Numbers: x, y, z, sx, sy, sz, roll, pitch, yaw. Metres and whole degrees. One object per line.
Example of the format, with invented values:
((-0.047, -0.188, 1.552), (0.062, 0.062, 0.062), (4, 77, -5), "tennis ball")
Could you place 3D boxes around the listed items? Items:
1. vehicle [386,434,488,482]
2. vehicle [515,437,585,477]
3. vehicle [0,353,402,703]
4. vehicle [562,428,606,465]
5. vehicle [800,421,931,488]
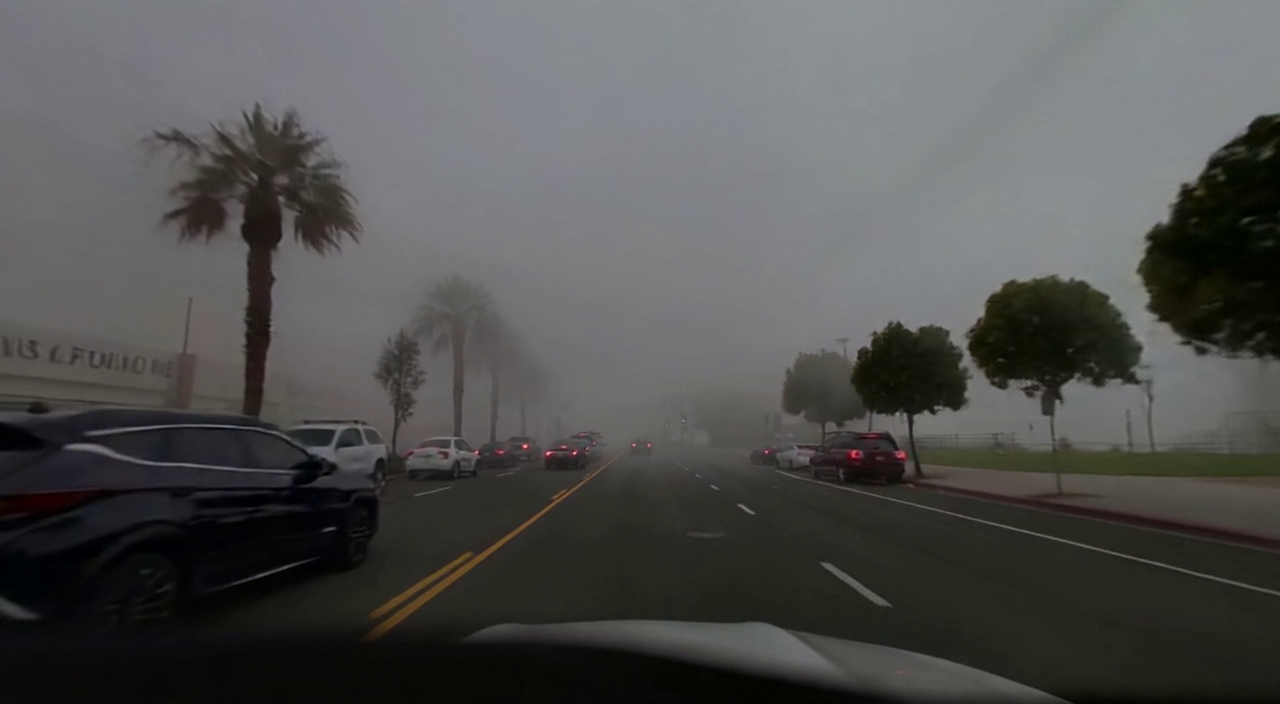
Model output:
((-6.962, 3.679, 22.179), (2.071, 1.501, 4.339), (0, -9, 1), "vehicle")
((-3.496, 4.197, 25.474), (2.044, 1.462, 4.624), (0, -9, 1), "vehicle")
((-3.618, 1.125, 4.699), (2.024, 1.636, 4.121), (0, -9, 1), "vehicle")
((-3.246, 5.589, 37.334), (2.158, 2.040, 4.511), (0, -9, 0), "vehicle")
((7.377, 3.454, 21.487), (2.256, 1.936, 5.838), (0, -9, 0), "vehicle")
